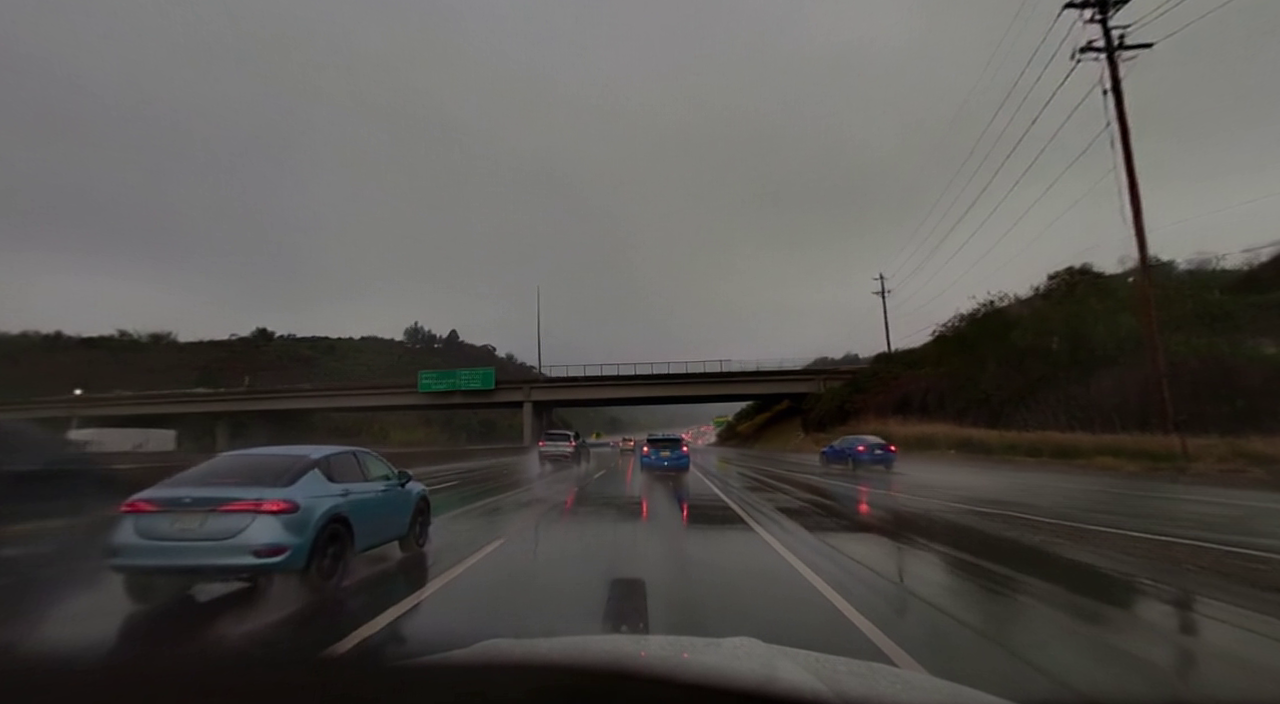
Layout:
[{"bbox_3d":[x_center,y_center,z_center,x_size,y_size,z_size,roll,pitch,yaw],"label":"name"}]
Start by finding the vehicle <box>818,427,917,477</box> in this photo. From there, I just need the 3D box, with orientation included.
[{"bbox_3d":[9.771,4.351,27.609,2.059,1.938,4.793,1,-8,-7],"label":"vehicle"}]

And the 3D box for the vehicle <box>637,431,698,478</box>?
[{"bbox_3d":[0.982,3.984,24.729,2.193,1.651,3.946,0,-8,0],"label":"vehicle"}]

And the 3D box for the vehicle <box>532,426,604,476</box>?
[{"bbox_3d":[-2.883,4.118,26.414,2.228,1.845,4.847,-1,-8,2],"label":"vehicle"}]

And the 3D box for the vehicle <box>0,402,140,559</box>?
[{"bbox_3d":[-8.055,1.358,6.507,2.062,1.702,4.587,0,-8,-1],"label":"vehicle"}]
